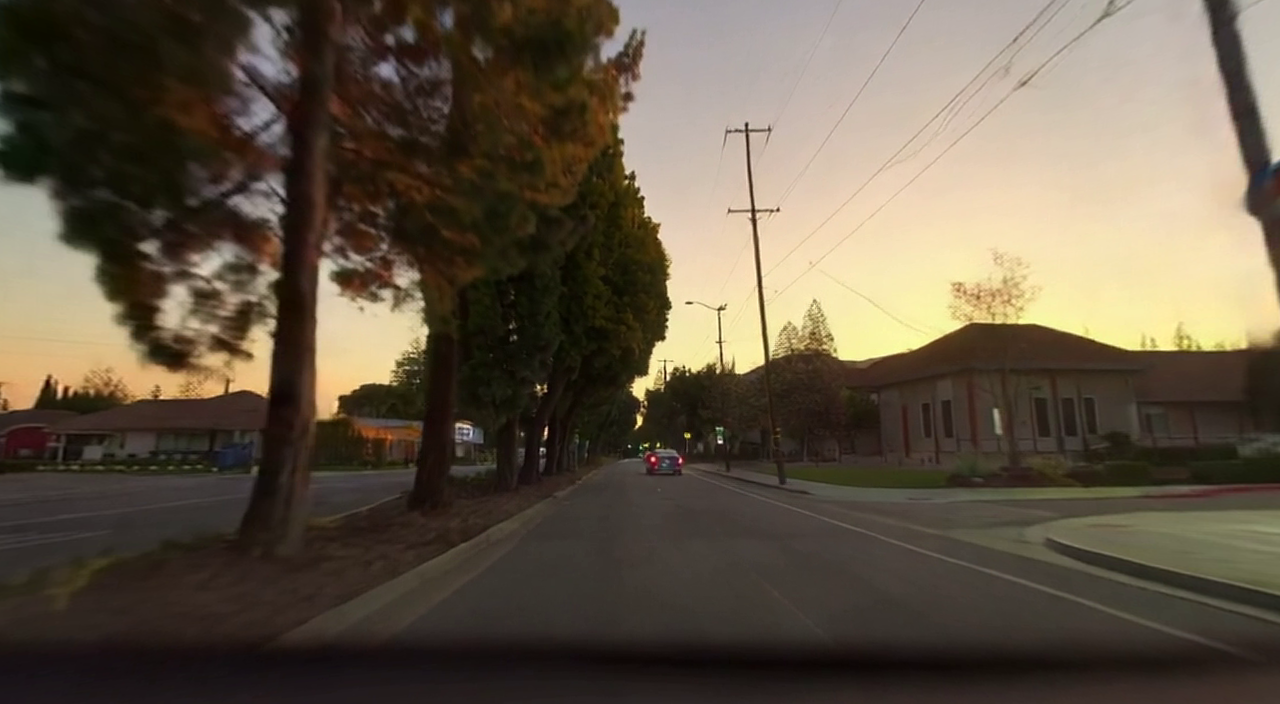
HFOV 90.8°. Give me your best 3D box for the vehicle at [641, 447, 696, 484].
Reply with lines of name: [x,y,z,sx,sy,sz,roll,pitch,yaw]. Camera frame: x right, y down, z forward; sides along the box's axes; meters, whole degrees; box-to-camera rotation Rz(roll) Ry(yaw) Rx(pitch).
vehicle: [1.171,4.981,28.061,2.061,1.475,4.296,0,-8,-3]
